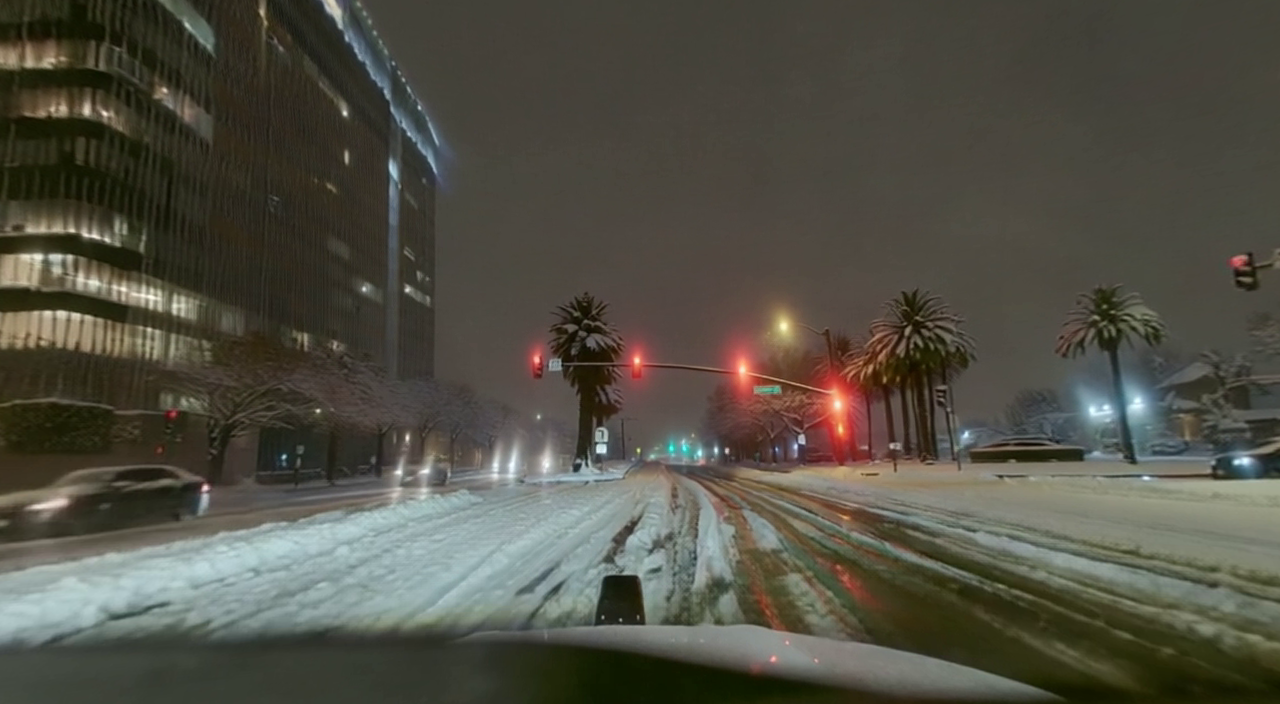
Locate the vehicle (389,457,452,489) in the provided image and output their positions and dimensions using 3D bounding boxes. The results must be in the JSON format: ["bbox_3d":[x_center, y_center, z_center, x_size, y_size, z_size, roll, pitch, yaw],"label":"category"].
[{"bbox_3d":[-12.625,6.968,36.646,2.038,1.624,4.292,-1,-9,1],"label":"vehicle"}]

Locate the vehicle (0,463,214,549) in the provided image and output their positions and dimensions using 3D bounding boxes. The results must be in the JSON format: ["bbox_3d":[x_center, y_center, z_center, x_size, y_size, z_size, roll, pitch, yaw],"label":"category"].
[{"bbox_3d":[-12.575,3.364,14.504,2.145,1.504,4.857,-1,-9,1],"label":"vehicle"}]
